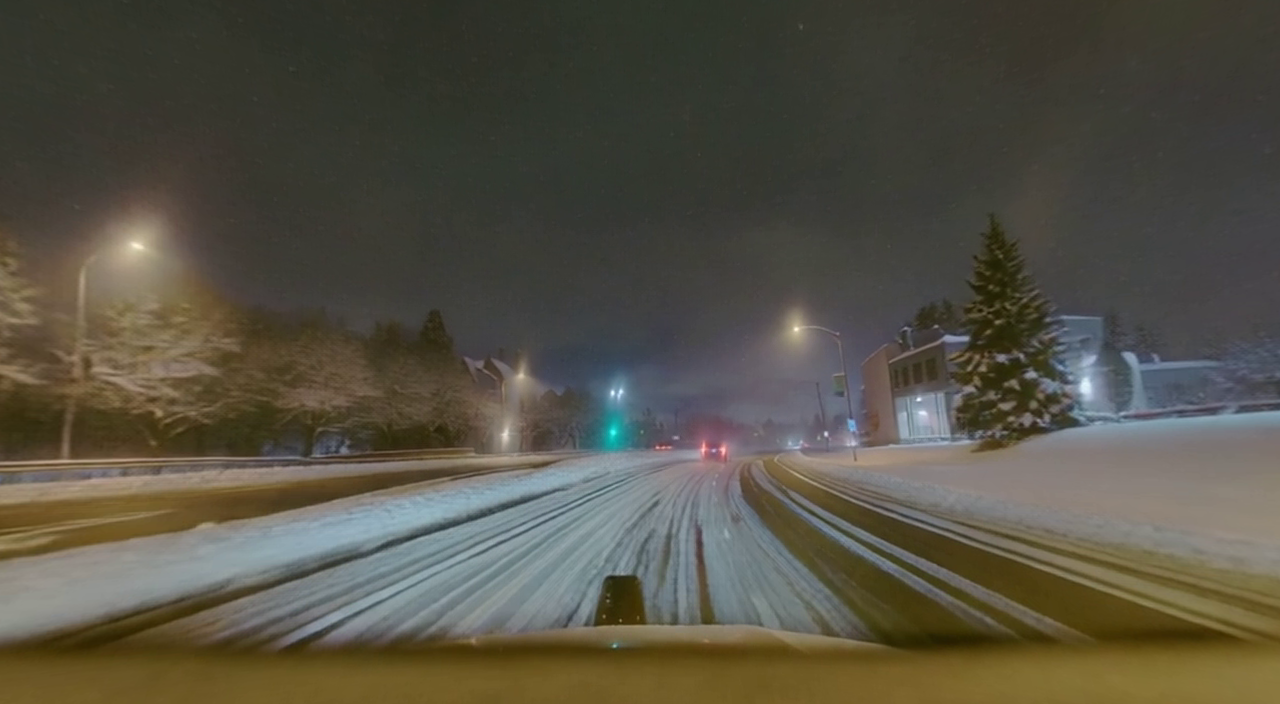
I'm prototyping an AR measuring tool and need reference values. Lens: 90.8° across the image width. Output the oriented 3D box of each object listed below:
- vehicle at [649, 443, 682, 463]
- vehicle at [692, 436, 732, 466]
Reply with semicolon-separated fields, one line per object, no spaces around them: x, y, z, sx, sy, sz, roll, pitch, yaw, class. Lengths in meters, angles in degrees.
2.013;7.864;49.133;1.952;1.472;4.312;-2;-9;11;vehicle
5.101;6.903;44.099;2.356;1.931;4.840;-2;-9;10;vehicle
